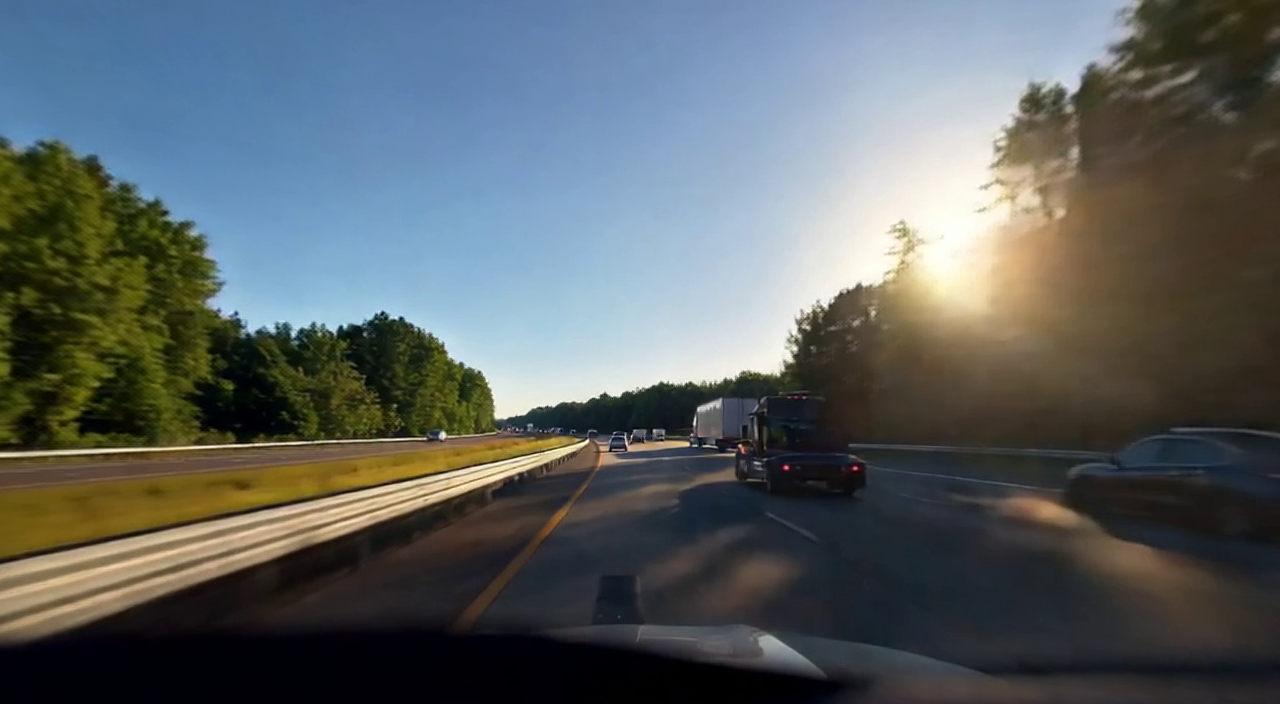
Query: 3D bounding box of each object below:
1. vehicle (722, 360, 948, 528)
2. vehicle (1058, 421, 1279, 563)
[{"bbox_3d":[3.312,1.739,12.321,2.436,2.521,5.409,0,-8,-2],"label":"vehicle"},{"bbox_3d":[7.541,1.642,7.958,1.821,1.468,3.805,0,-8,-1],"label":"vehicle"}]
